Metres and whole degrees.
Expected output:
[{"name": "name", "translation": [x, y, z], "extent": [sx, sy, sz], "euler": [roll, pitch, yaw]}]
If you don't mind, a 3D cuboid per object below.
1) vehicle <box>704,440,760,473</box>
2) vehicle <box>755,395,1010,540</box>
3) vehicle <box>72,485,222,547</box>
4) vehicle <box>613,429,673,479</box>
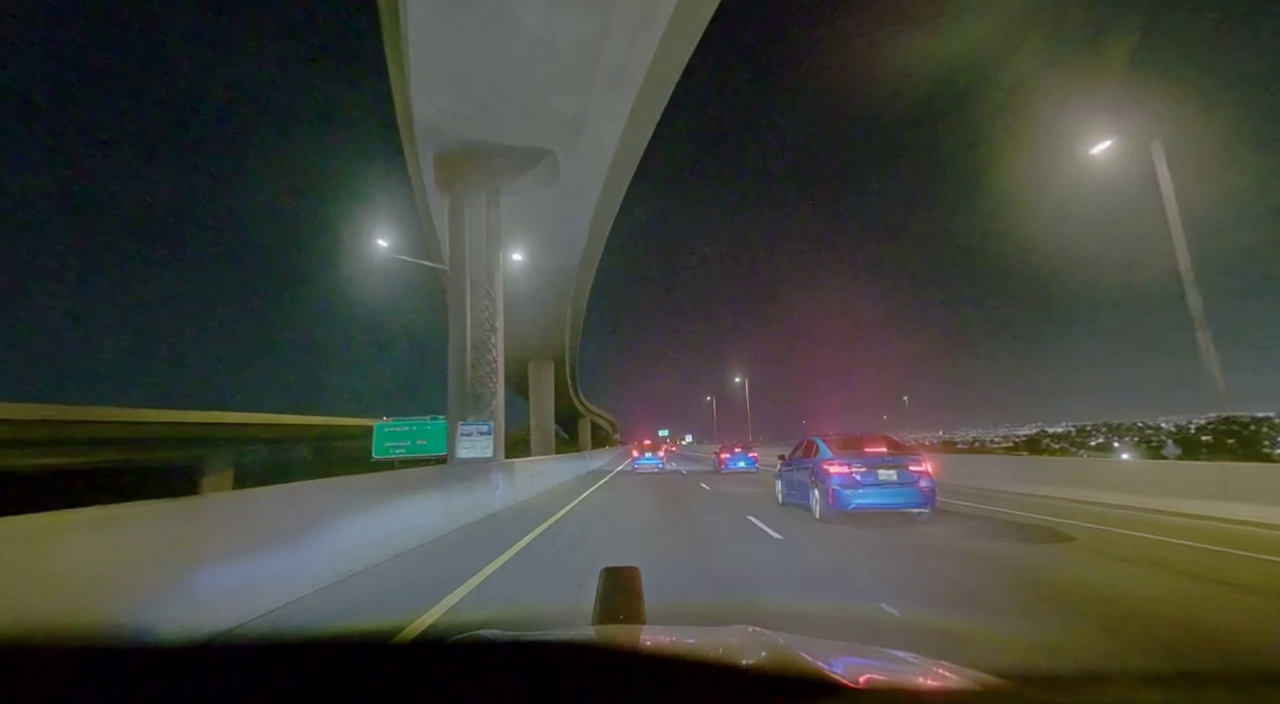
[{"name": "vehicle", "translation": [4.527, 5.219, 31.566], "extent": [2.047, 1.500, 4.017], "euler": [1, -9, -2]}, {"name": "vehicle", "translation": [3.923, 2.046, 11.726], "extent": [2.404, 2.014, 5.655], "euler": [0, -9, -1]}, {"name": "vehicle", "translation": [-16.788, 5.555, 21.764], "extent": [1.930, 1.662, 4.089], "euler": [1, -9, -3]}, {"name": "vehicle", "translation": [0.122, 4.214, 26.163], "extent": [2.264, 1.841, 4.583], "euler": [0, -9, 0]}]
